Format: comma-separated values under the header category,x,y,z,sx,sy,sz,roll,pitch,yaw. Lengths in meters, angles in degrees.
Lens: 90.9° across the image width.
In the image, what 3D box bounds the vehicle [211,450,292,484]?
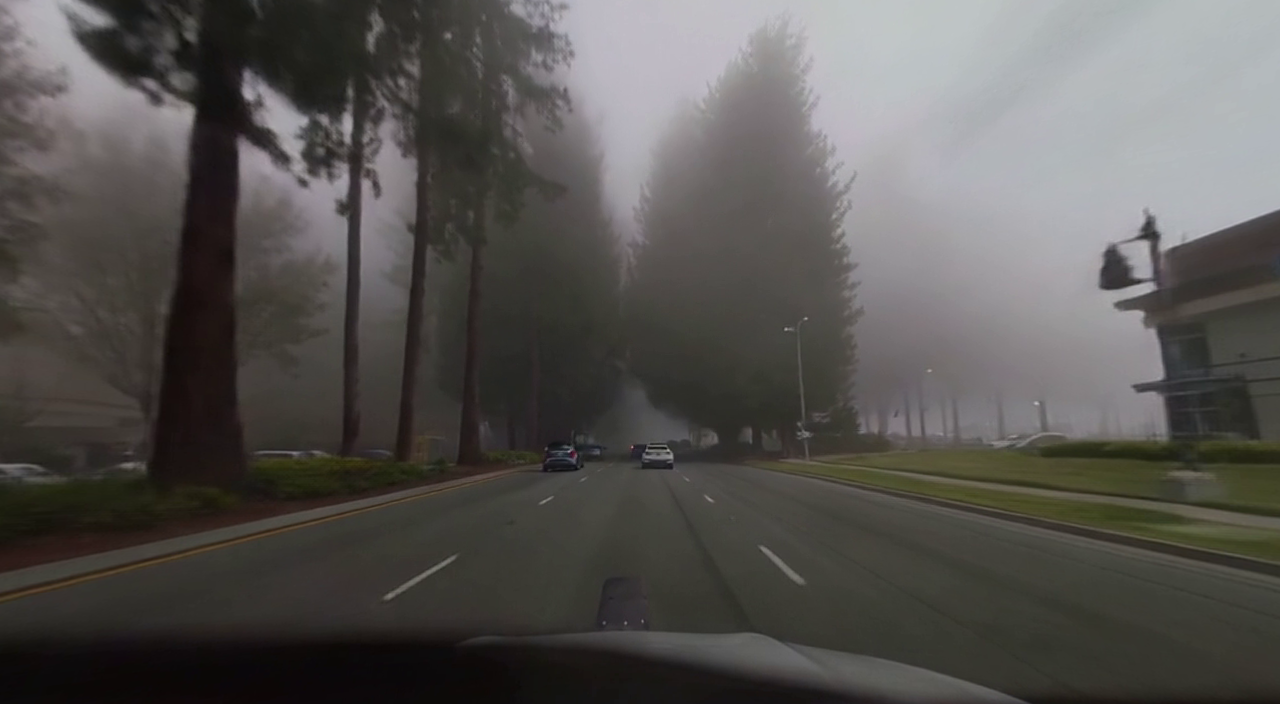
category,x,y,z,sx,sy,sz,roll,pitch,yaw
vehicle,-22.797,6.735,37.231,1.887,1.801,4.587,0,-8,-1

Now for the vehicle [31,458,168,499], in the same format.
category,x,y,z,sx,sy,sz,roll,pitch,yaw
vehicle,-22.950,5.360,27.039,1.905,1.483,4.479,0,-8,0

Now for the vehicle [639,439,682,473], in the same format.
category,x,y,z,sx,sy,sz,roll,pitch,yaw
vehicle,0.959,5.144,31.473,1.922,1.579,3.642,0,-8,-1

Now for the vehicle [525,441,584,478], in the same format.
category,x,y,z,sx,sy,sz,roll,pitch,yaw
vehicle,-3.708,4.737,28.136,1.908,1.481,4.536,0,-8,1

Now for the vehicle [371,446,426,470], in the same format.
category,x,y,z,sx,sy,sz,roll,pitch,yaw
vehicle,-18.470,8.103,48.501,2.021,1.732,5.410,0,-8,1
